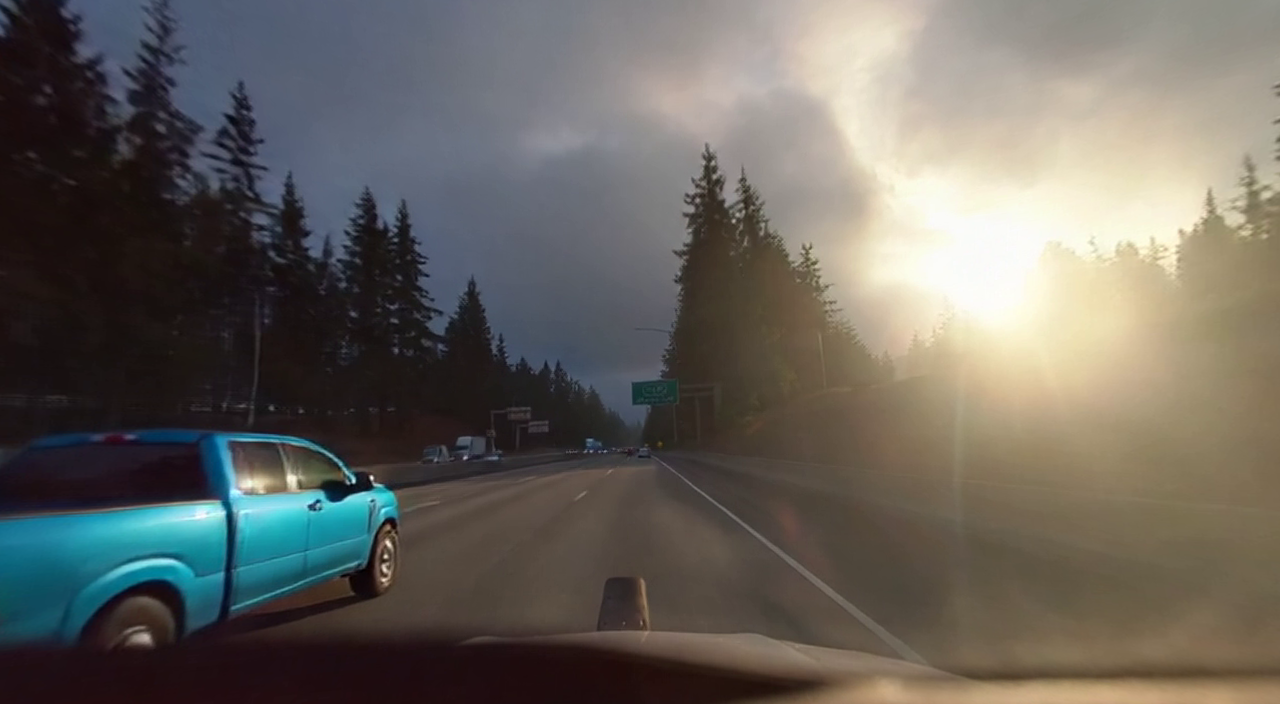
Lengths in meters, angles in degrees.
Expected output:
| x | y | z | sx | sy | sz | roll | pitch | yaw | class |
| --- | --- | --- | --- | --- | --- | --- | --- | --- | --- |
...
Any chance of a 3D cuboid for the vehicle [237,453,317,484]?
| x | y | z | sx | sy | sz | roll | pitch | yaw | class |
| --- | --- | --- | --- | --- | --- | --- | --- | --- | --- |
| -23.171 | 7.399 | 40.525 | 2.056 | 1.728 | 5.167 | -3 | -9 | 0 | vehicle |
